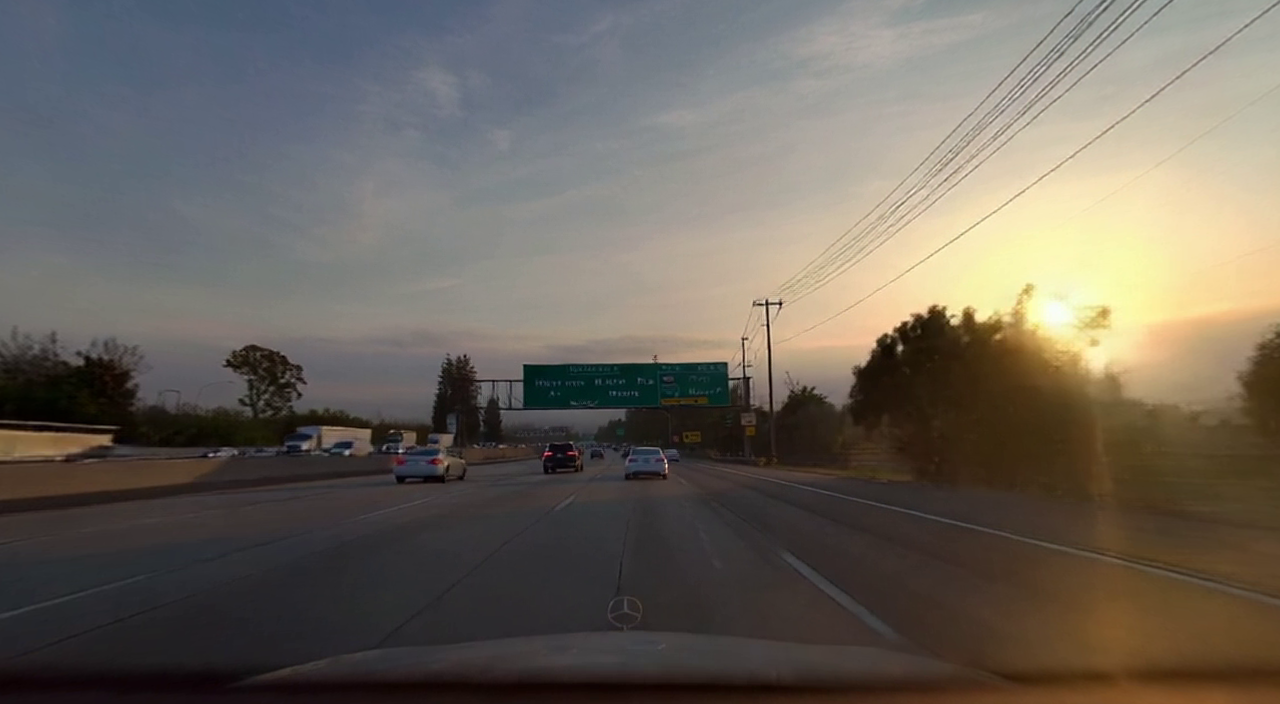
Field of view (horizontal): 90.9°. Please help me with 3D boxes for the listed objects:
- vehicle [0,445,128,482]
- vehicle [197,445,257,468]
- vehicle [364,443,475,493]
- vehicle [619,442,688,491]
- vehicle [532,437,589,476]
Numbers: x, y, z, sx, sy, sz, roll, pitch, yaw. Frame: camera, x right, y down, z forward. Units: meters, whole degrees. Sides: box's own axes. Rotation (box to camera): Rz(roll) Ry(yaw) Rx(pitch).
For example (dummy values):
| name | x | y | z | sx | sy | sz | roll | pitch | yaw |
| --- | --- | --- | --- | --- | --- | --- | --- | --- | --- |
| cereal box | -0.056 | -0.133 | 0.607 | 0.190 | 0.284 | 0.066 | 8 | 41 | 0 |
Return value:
| name | x | y | z | sx | sy | sz | roll | pitch | yaw |
| --- | --- | --- | --- | --- | --- | --- | --- | --- | --- |
| vehicle | -25.230 | 4.871 | 27.821 | 1.868 | 1.480 | 4.180 | 0 | -8 | -3 |
| vehicle | -30.213 | 7.599 | 46.246 | 1.822 | 1.595 | 4.076 | 1 | -8 | -4 |
| vehicle | -7.174 | 3.791 | 21.133 | 1.974 | 1.464 | 4.733 | 0 | -8 | 0 |
| vehicle | 0.364 | 3.800 | 21.337 | 2.082 | 1.482 | 4.126 | 0 | -8 | -1 |
| vehicle | -3.818 | 5.134 | 31.164 | 2.289 | 1.777 | 4.534 | 0 | -8 | -1 |
